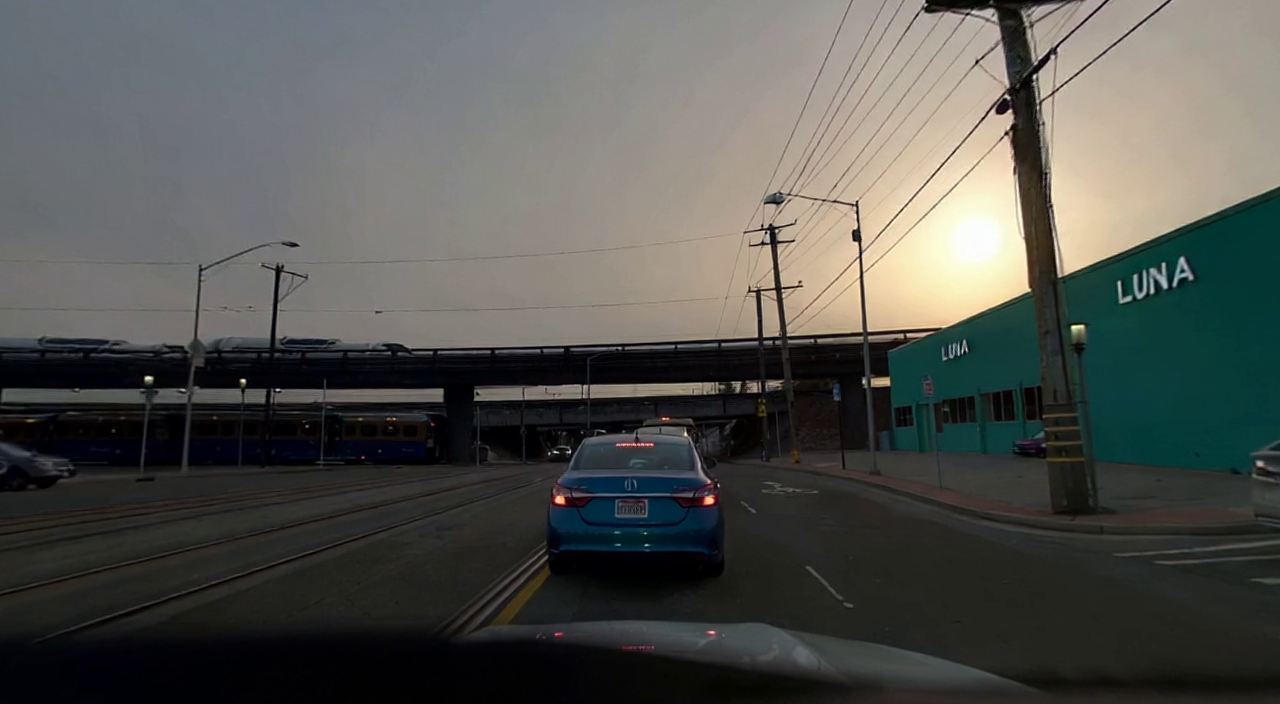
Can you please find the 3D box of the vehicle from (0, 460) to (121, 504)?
[{"bbox_3d":[-21.916,4.680,22.858,4.566,1.453,1.935,-1,-9,5],"label":"vehicle"}]

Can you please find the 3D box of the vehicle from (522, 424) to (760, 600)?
[{"bbox_3d":[0.095,1.711,7.624,2.090,1.518,4.033,-1,-9,3],"label":"vehicle"}]
